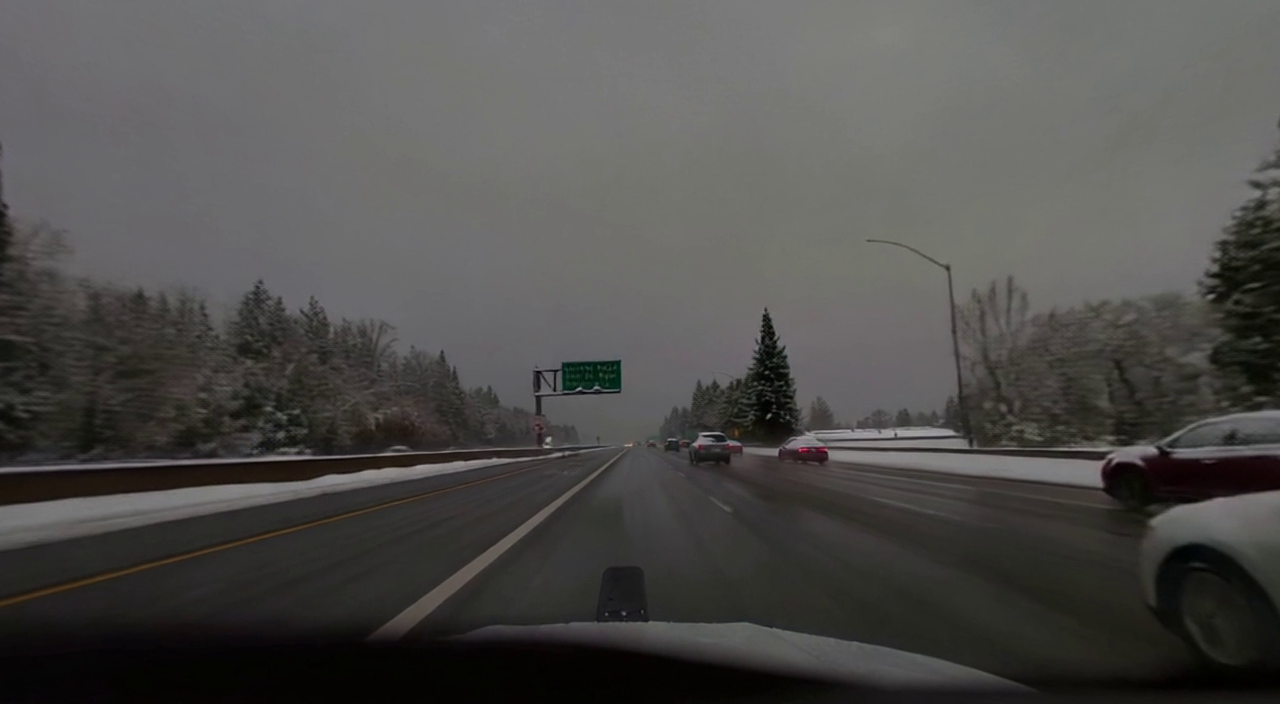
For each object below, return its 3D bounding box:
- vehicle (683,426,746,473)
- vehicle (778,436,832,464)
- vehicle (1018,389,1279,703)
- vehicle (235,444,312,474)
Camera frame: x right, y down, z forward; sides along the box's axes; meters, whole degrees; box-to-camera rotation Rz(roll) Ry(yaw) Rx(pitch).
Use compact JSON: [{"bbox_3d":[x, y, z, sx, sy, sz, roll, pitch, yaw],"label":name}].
[{"bbox_3d":[3.369,4.562,29.696,2.218,1.964,5.662,0,-8,0],"label":"vehicle"},{"bbox_3d":[10.504,6.297,40.595,2.045,1.658,4.598,0,-8,-2],"label":"vehicle"},{"bbox_3d":[3.598,0.825,1.928,1.978,1.535,4.705,-1,-8,1],"label":"vehicle"},{"bbox_3d":[-25.127,7.332,43.445,2.225,1.894,5.092,-1,-8,0],"label":"vehicle"}]
